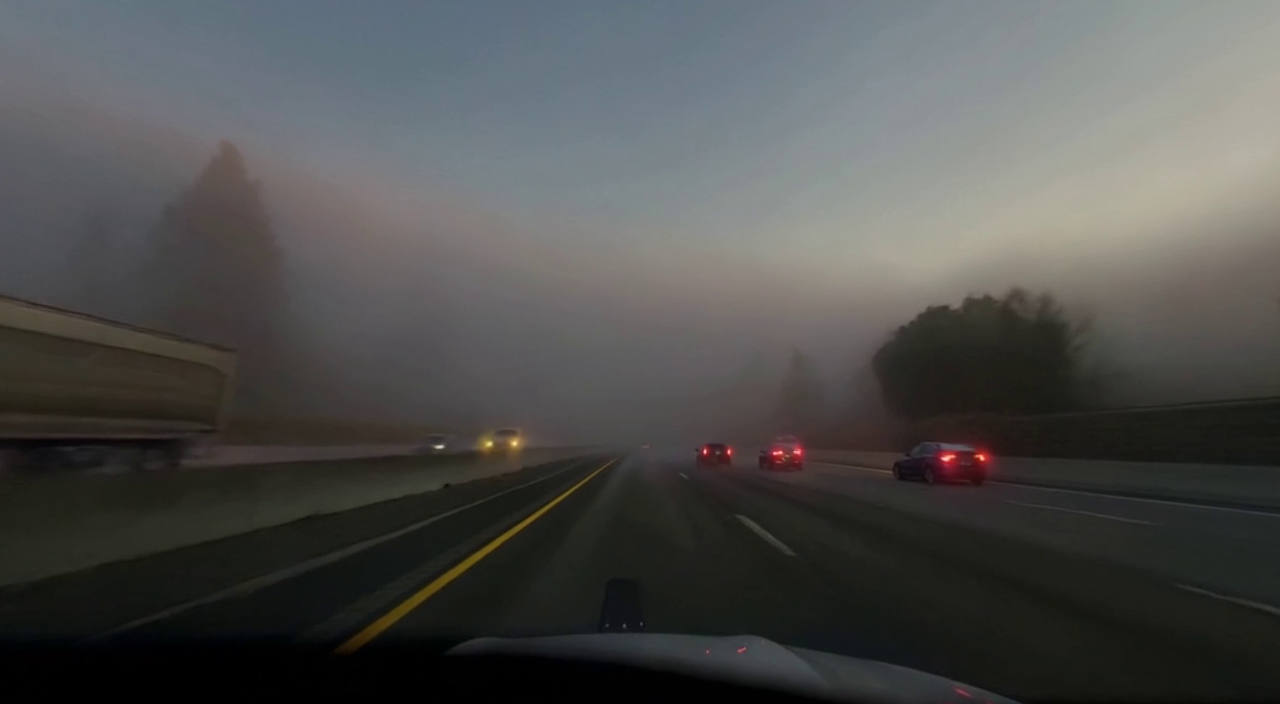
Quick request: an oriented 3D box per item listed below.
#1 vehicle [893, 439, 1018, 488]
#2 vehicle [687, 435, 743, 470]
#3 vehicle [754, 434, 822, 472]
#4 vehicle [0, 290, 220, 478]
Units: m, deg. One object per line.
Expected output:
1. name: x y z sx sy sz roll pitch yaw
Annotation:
1. vehicle: 10.684 3.785 21.810 1.970 1.479 4.480 0 -8 0
2. vehicle: 3.800 5.188 32.667 2.326 1.644 4.206 0 -8 -1
3. vehicle: 7.248 5.016 31.422 2.178 1.749 4.570 0 -8 -1
4. vehicle: -14.011 0.762 13.195 3.009 3.639 10.635 0 -8 0
